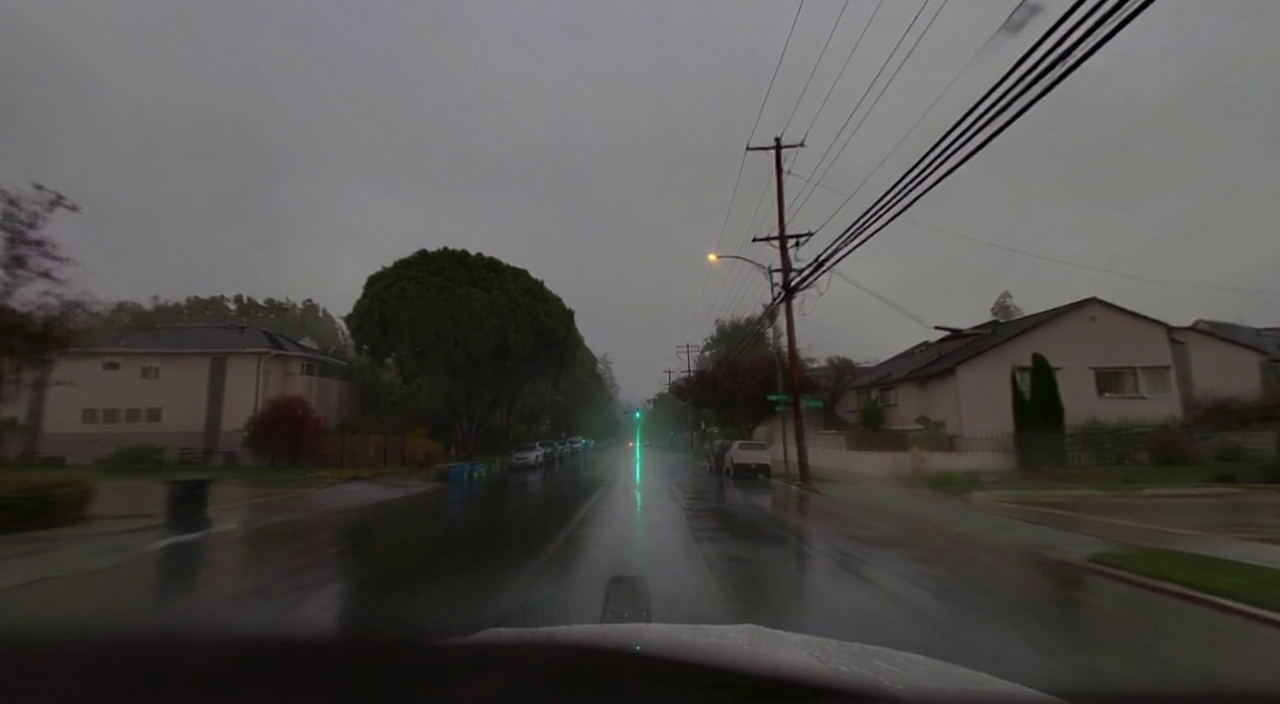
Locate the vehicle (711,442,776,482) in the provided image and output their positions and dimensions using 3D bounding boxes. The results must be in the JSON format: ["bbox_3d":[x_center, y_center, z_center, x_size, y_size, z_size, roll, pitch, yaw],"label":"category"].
[{"bbox_3d":[4.038,4.346,25.197,1.851,1.438,4.177,0,-9,0],"label":"vehicle"}]

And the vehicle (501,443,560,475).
[{"bbox_3d":[-5.781,5.708,33.973,2.231,1.492,4.727,1,-8,1],"label":"vehicle"}]
